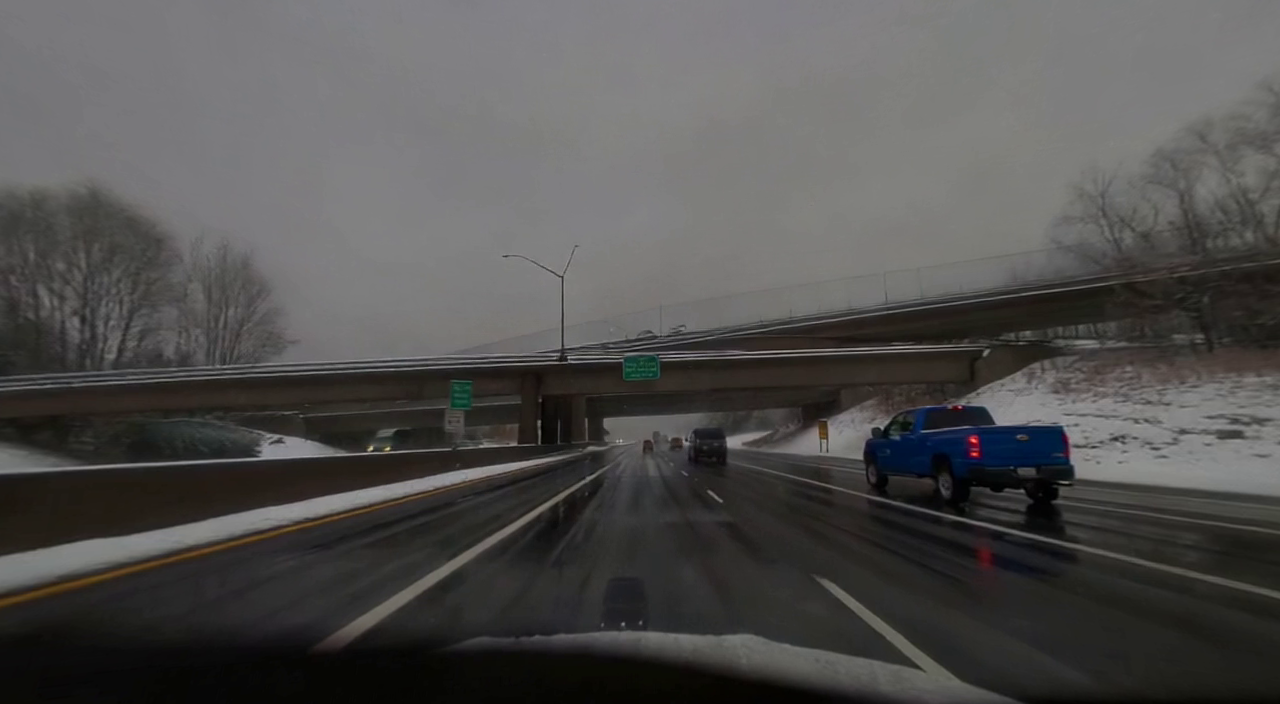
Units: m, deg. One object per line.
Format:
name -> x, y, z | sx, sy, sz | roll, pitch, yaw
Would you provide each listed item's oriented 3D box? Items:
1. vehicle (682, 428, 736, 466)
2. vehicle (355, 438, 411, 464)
vehicle -> 3.938, 5.597, 37.161 | 2.505, 2.020, 5.532 | 0, -8, 0
vehicle -> -19.349, 7.477, 47.771 | 2.113, 1.797, 4.867 | 0, -8, 1
